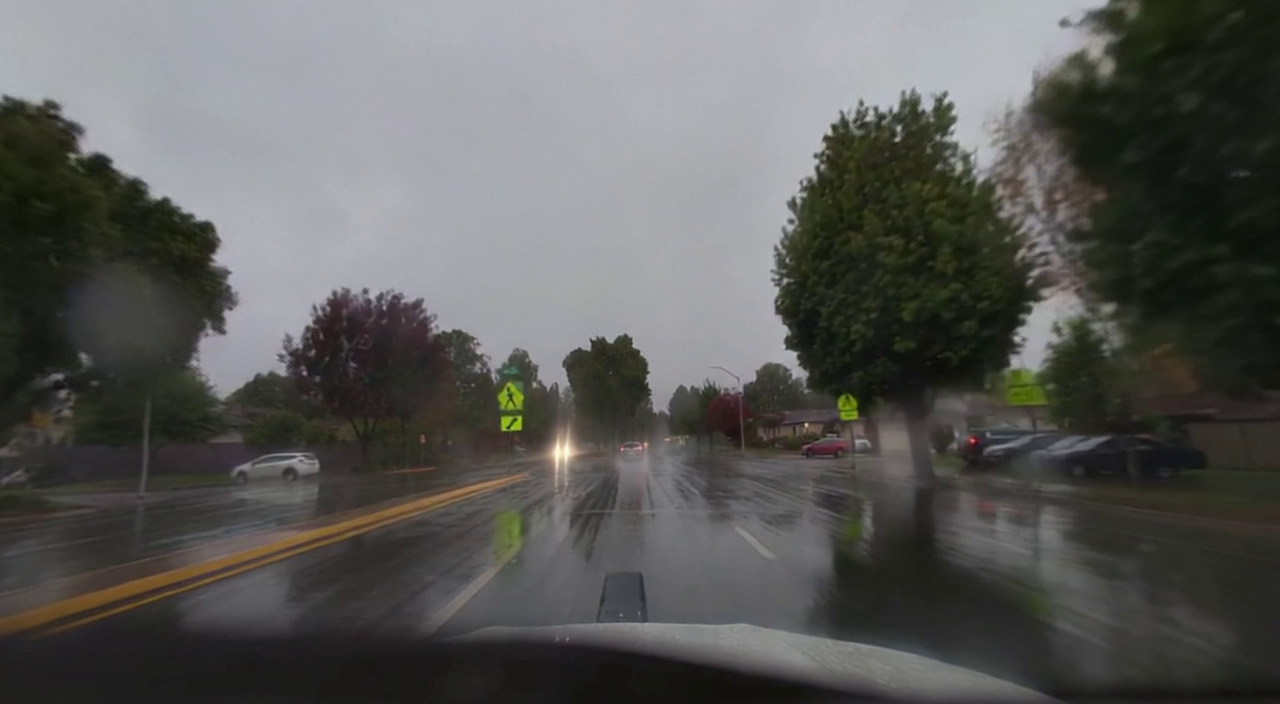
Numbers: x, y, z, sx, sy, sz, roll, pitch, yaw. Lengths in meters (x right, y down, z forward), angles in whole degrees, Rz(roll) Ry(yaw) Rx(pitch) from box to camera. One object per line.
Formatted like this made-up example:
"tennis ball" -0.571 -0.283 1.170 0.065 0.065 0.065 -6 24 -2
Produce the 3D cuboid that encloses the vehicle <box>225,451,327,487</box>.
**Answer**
"vehicle" -20.327 6.531 35.412 4.534 1.724 1.952 -3 -9 1

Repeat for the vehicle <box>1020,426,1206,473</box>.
"vehicle" 16.317 3.412 22.062 4.719 1.513 1.899 -2 -9 10

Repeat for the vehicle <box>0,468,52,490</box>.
"vehicle" -48.211 9.770 48.480 1.752 1.487 4.464 -2 -8 1
